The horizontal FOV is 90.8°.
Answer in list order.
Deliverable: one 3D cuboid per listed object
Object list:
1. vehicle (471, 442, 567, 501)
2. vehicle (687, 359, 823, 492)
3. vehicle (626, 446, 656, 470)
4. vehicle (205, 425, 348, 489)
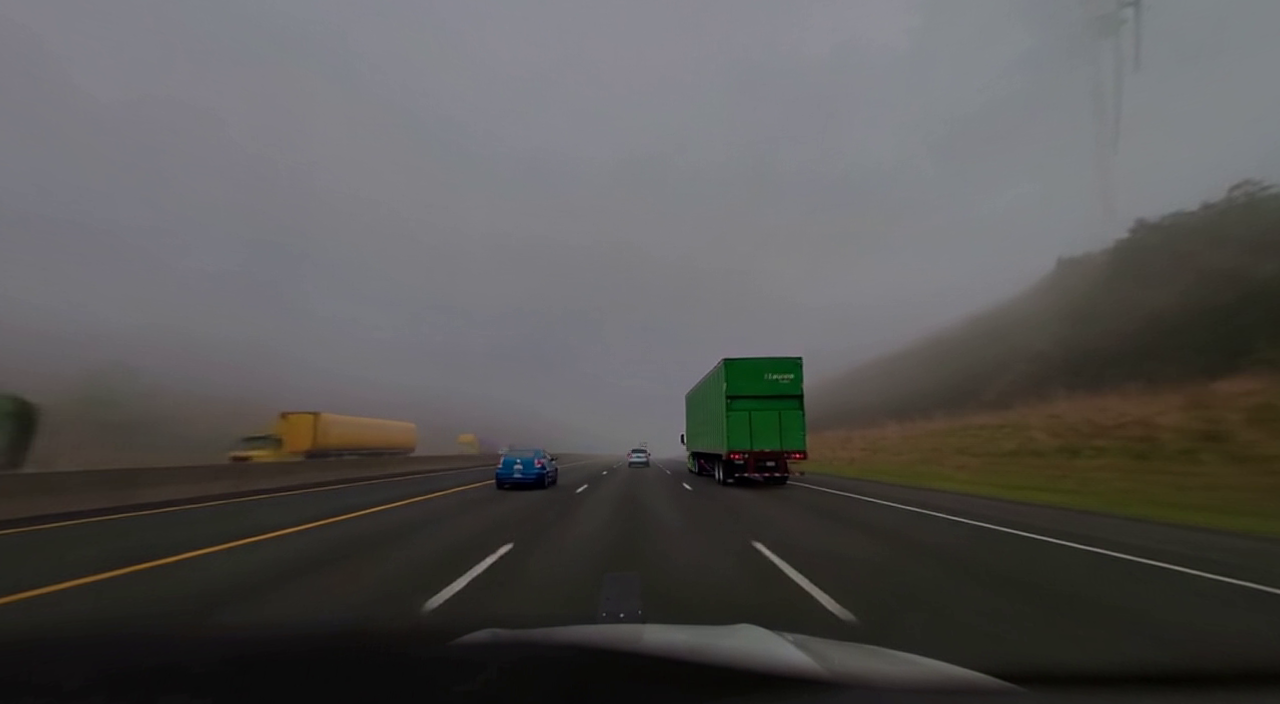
[{"bbox_3d":[-3.378,3.419,18.443,1.952,1.521,4.095,0,-9,1],"label":"vehicle"},{"bbox_3d":[3.950,3.220,25.812,2.947,3.989,13.568,0,-9,0],"label":"vehicle"},{"bbox_3d":[0.031,7.022,41.918,1.931,1.453,3.695,0,-9,-1],"label":"vehicle"},{"bbox_3d":[-15.452,4.529,27.526,2.225,2.398,6.689,0,-9,0],"label":"vehicle"}]
